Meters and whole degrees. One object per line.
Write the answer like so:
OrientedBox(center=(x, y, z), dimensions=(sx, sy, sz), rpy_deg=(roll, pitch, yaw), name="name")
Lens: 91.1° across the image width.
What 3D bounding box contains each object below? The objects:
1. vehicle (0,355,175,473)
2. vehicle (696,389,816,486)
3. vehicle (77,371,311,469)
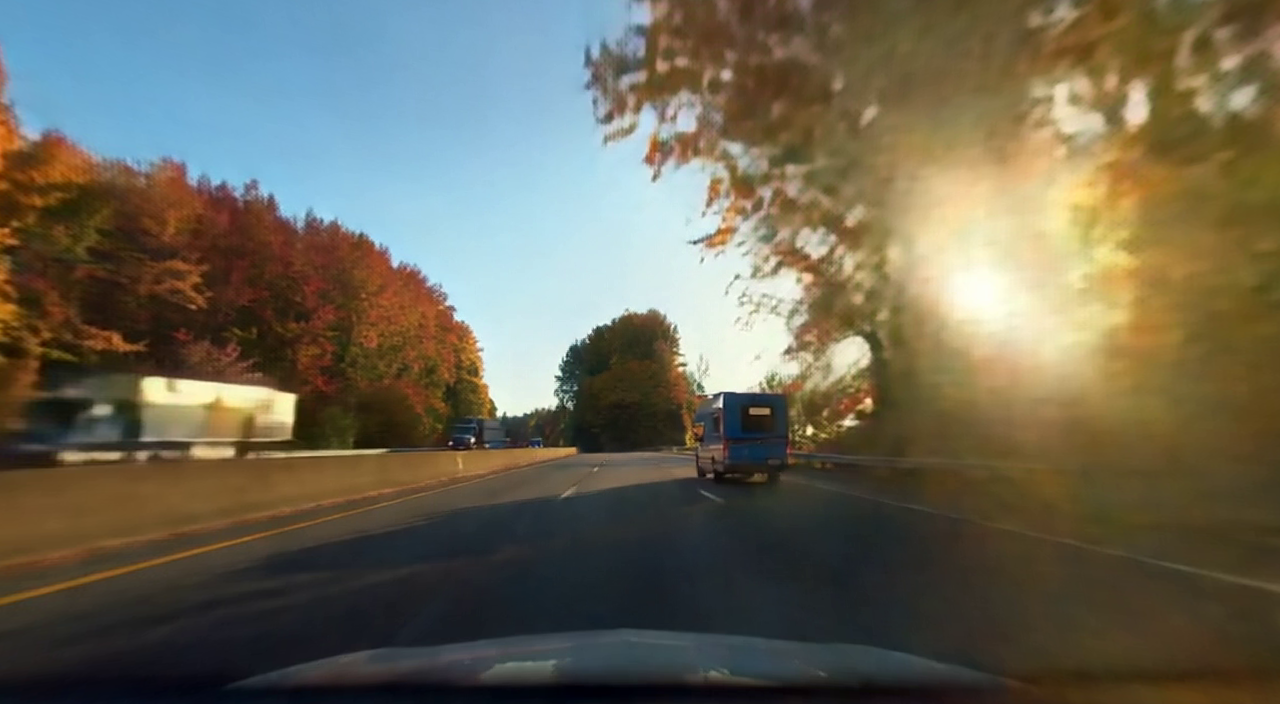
OrientedBox(center=(-19.381, 2.224, 22.254), dimensions=(3.298, 3.890, 2.971), rpy_deg=(0, -8, -3), name="vehicle")
OrientedBox(center=(3.777, 3.037, 22.421), dimensions=(2.815, 2.876, 7.101), rpy_deg=(0, -8, -1), name="vehicle")
OrientedBox(center=(-19.675, 3.296, 29.239), dimensions=(2.795, 3.656, 11.197), rpy_deg=(0, -8, -1), name="vehicle")
